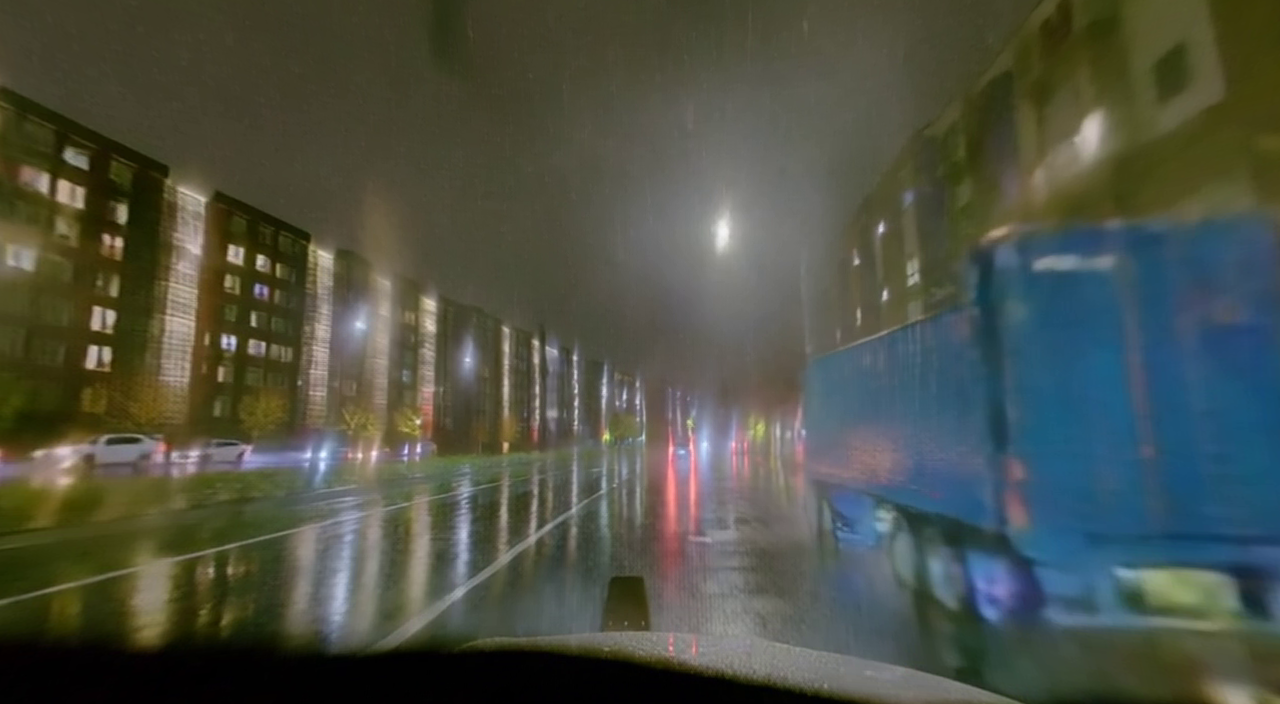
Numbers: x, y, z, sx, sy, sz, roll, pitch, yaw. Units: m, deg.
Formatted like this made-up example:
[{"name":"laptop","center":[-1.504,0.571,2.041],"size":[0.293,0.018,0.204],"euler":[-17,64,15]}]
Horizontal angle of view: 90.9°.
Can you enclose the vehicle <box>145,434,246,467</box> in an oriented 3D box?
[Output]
[{"name":"vehicle","center":[-23.682,5.266,33.835],"size":[2.008,1.668,4.379],"euler":[-1,-8,4]}]

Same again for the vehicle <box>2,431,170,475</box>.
[{"name":"vehicle","center":[-24.235,4.440,27.980],"size":[2.242,1.693,5.560],"euler":[-2,-9,4]}]

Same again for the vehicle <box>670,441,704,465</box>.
[{"name":"vehicle","center":[2.839,6.028,37.853],"size":[1.871,1.370,4.206],"euler":[-1,-8,5]}]

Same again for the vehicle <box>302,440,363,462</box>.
[{"name":"vehicle","center":[-22.484,7.238,46.231],"size":[1.772,1.447,4.582],"euler":[-1,-8,6]}]

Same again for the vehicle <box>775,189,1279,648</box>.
[{"name":"vehicle","center":[4.111,1.012,8.747],"size":[2.945,3.277,8.473],"euler":[0,-8,3]}]

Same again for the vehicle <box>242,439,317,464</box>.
[{"name":"vehicle","center":[-22.936,6.345,40.299],"size":[1.900,1.489,4.361],"euler":[-1,-8,5]}]
